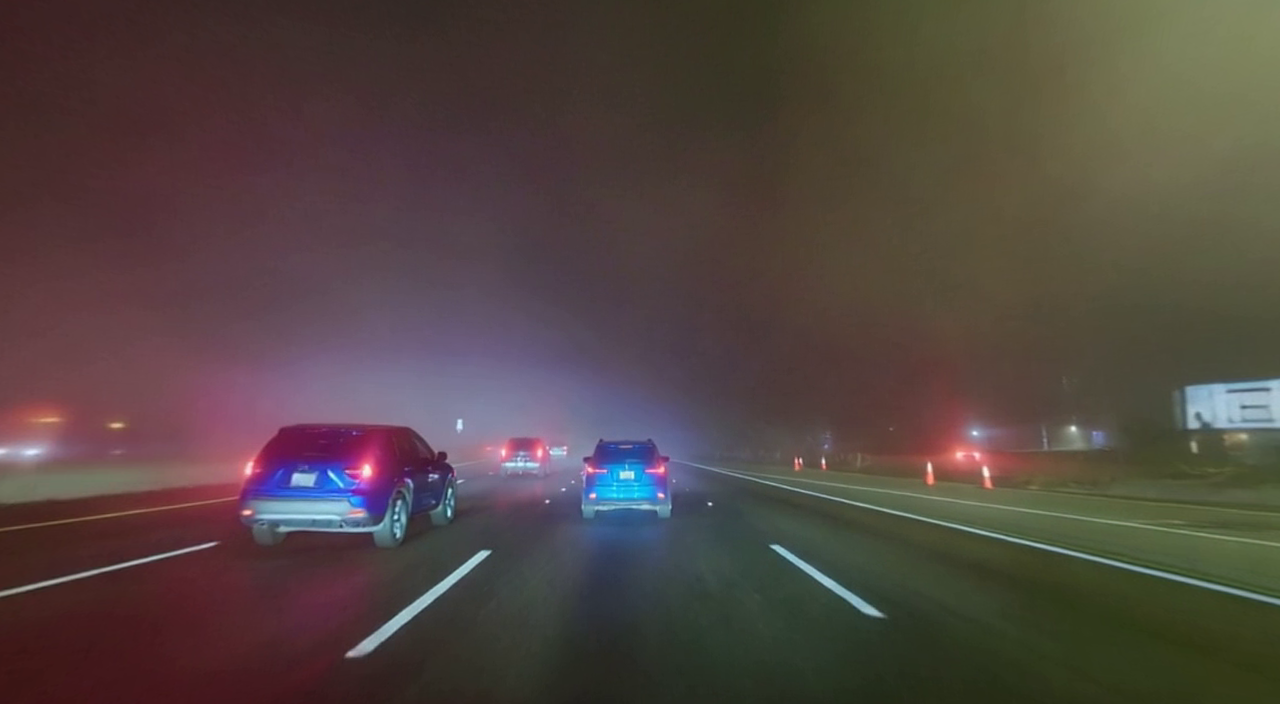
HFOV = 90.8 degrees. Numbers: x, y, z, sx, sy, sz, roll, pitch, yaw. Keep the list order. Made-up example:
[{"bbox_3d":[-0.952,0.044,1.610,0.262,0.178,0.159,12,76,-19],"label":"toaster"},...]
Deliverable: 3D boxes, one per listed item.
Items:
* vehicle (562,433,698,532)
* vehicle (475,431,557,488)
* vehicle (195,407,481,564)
[{"bbox_3d":[-0.213,2.294,11.708,2.069,1.484,3.982,0,-9,-2],"label":"vehicle"},{"bbox_3d":[-4.097,3.612,21.532,1.982,1.727,4.057,0,-9,-1],"label":"vehicle"},{"bbox_3d":[-3.834,1.773,9.029,2.025,1.708,4.089,0,-9,0],"label":"vehicle"}]
